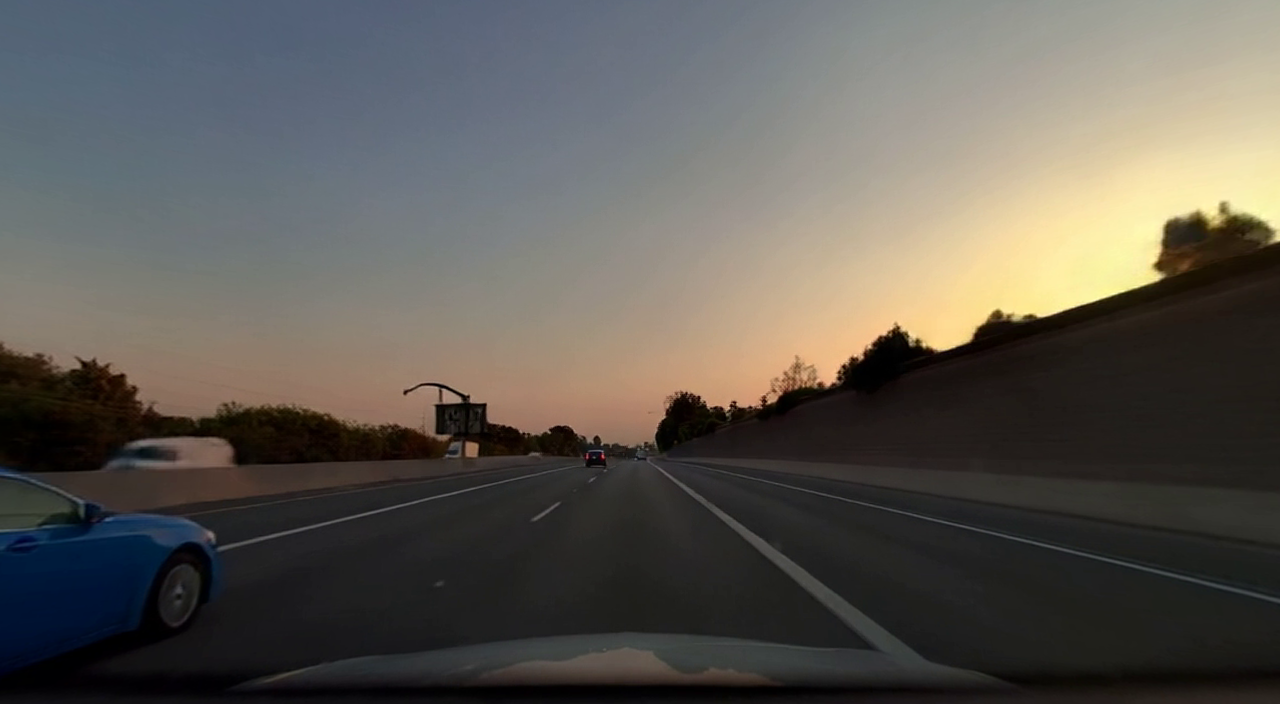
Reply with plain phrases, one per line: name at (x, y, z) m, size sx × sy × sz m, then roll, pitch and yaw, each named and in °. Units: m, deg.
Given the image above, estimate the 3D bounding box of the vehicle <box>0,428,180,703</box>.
vehicle at (-3.902, 0.965, 2.020) m, size 1.935 × 1.479 × 3.787 m, roll 0°, pitch -9°, yaw 1°
